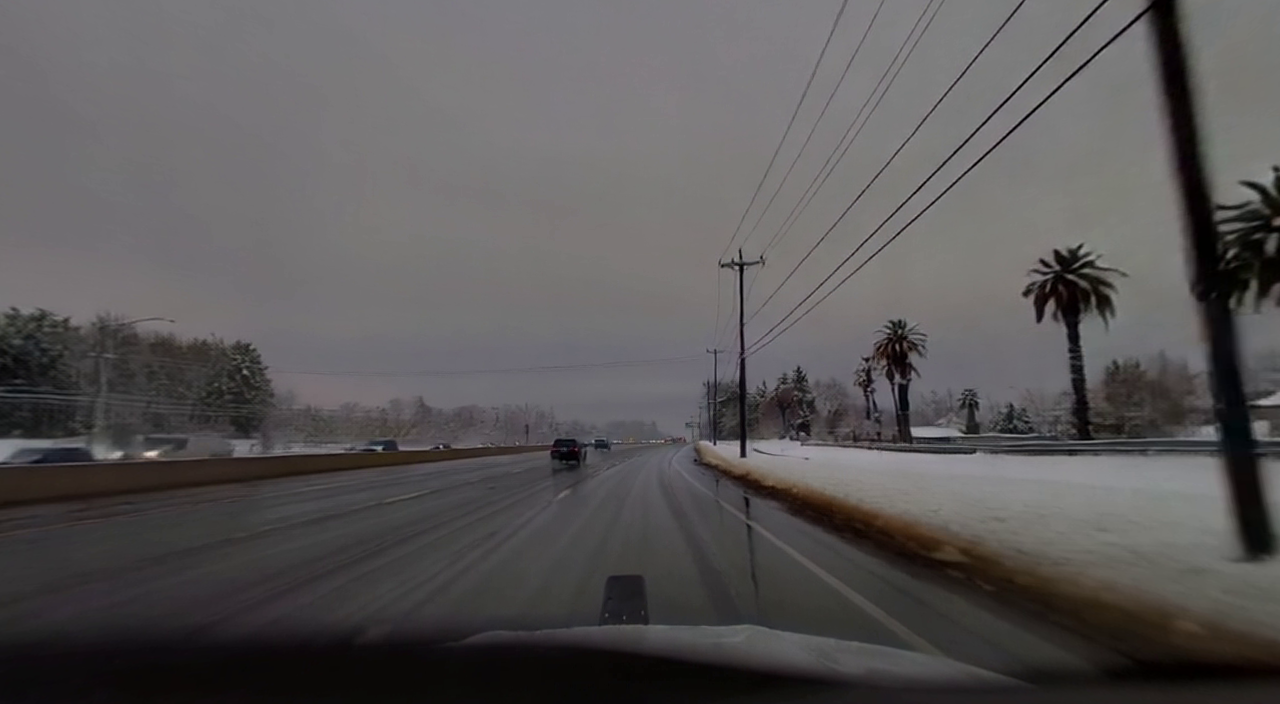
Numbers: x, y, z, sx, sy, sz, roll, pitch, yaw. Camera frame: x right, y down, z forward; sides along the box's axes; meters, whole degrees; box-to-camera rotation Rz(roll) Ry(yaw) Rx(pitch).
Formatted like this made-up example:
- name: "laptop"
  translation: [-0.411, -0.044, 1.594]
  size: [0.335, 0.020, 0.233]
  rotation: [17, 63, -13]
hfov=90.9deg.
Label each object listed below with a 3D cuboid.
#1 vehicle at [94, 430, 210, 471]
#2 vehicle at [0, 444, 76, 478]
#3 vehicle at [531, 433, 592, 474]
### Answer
- name: "vehicle"
  translation: [-24.242, 4.901, 31.618]
  size: [2.072, 1.835, 4.686]
  rotation: [0, -8, 0]
- name: "vehicle"
  translation: [-30.569, 5.274, 30.628]
  size: [1.934, 1.511, 4.785]
  rotation: [1, -8, -1]
- name: "vehicle"
  translation: [-3.257, 4.306, 26.996]
  size: [2.029, 1.609, 3.935]
  rotation: [0, -8, 1]
